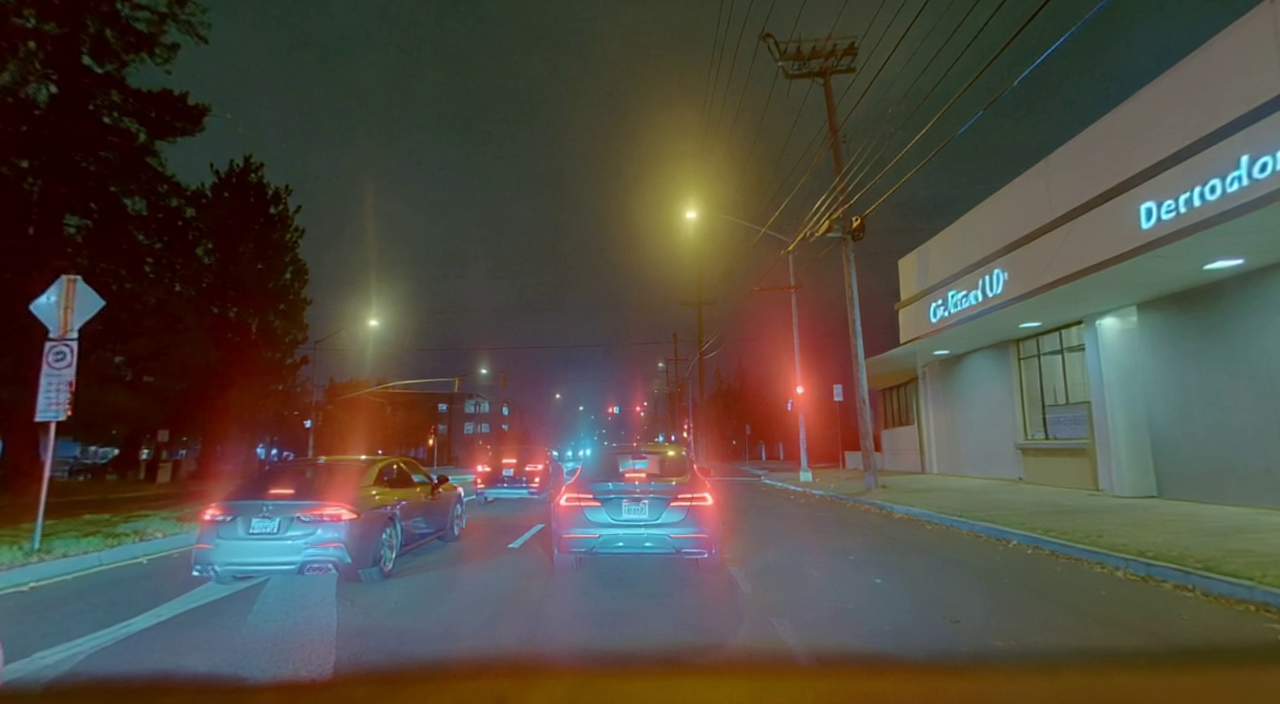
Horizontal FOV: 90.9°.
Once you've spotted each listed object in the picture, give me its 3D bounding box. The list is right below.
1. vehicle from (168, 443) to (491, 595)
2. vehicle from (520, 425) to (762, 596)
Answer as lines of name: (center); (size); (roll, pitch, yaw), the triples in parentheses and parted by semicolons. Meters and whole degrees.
vehicle: (-3.226, 1.781, 7.623); (1.765, 1.319, 4.013); (0, -9, 2)
vehicle: (-0.007, 1.683, 7.535); (2.101, 1.469, 3.955); (0, -9, 0)
